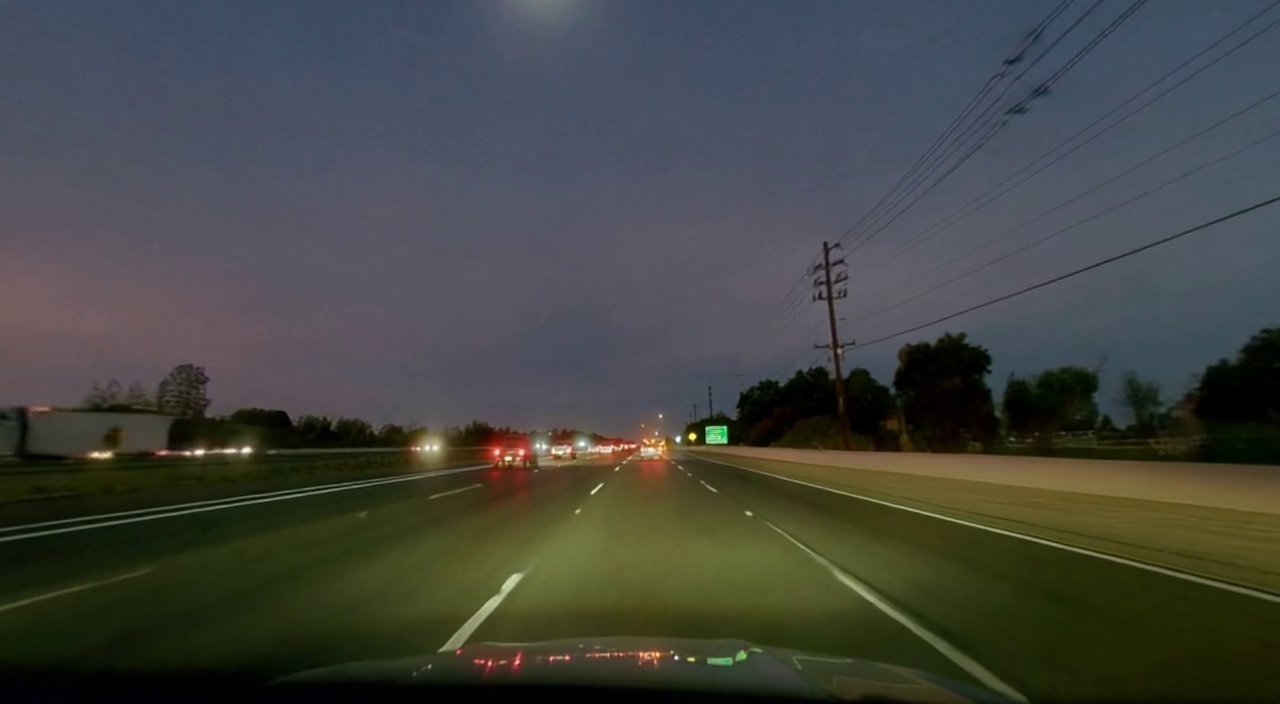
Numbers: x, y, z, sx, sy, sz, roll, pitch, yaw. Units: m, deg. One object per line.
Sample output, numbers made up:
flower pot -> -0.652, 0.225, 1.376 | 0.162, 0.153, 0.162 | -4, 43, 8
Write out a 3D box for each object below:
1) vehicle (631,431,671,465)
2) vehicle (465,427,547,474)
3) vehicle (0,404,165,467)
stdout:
vehicle -> 0.664, 6.146, 40.578 | 2.448, 2.025, 5.193 | 0, -8, 0
vehicle -> -6.243, 4.693, 30.362 | 2.460, 1.992, 6.474 | 0, -8, 1
vehicle -> -43.274, 6.333, 47.212 | 2.888, 4.056, 15.771 | 0, -8, 1
